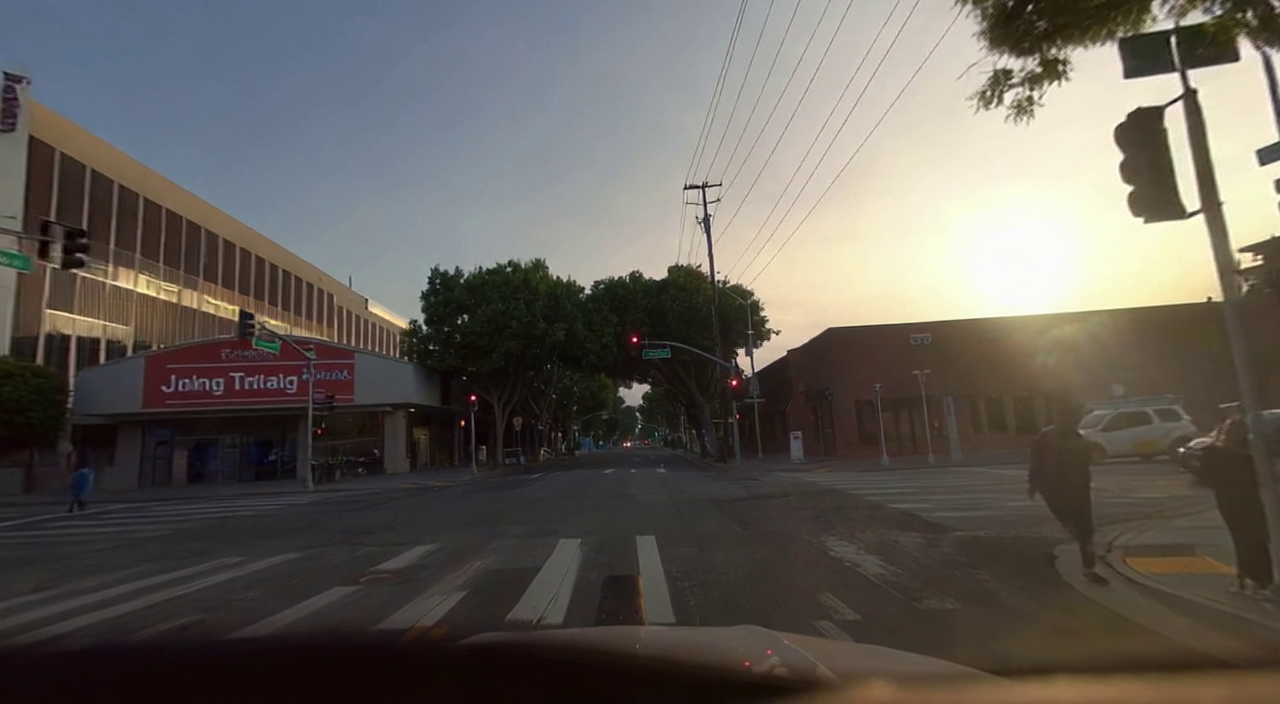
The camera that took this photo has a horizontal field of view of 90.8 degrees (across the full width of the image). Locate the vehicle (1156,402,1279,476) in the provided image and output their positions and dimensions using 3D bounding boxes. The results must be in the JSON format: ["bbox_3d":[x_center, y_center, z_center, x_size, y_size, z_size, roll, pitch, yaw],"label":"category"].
[{"bbox_3d":[14.440,1.907,13.806,4.632,1.484,1.907,0,-8,-1],"label":"vehicle"}]
